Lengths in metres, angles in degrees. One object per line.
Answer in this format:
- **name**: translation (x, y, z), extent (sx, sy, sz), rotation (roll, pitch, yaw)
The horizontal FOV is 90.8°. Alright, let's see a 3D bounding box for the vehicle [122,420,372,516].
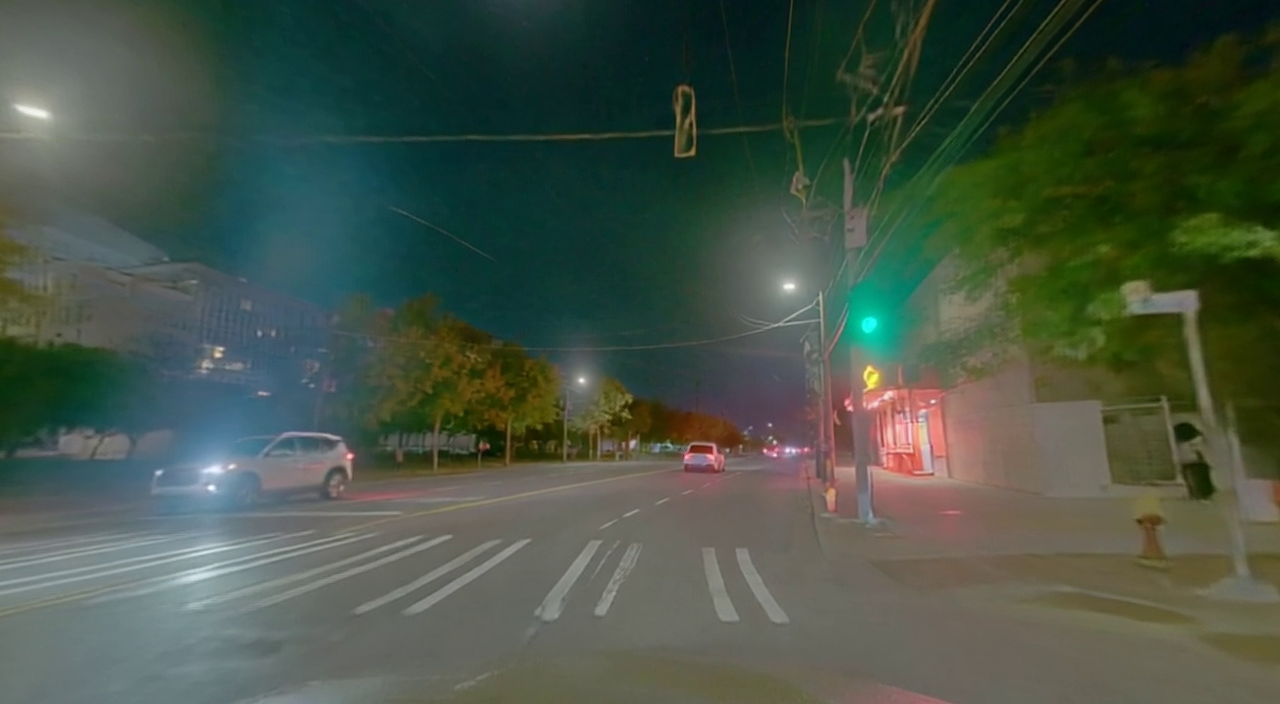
- **vehicle**: translation (-8.072, 2.420, 13.653), extent (2.017, 1.684, 4.483), rotation (-2, -9, 10)

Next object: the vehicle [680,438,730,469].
- **vehicle**: translation (3.888, 5.921, 37.071), extent (2.101, 1.721, 4.364), rotation (-3, -9, 17)
